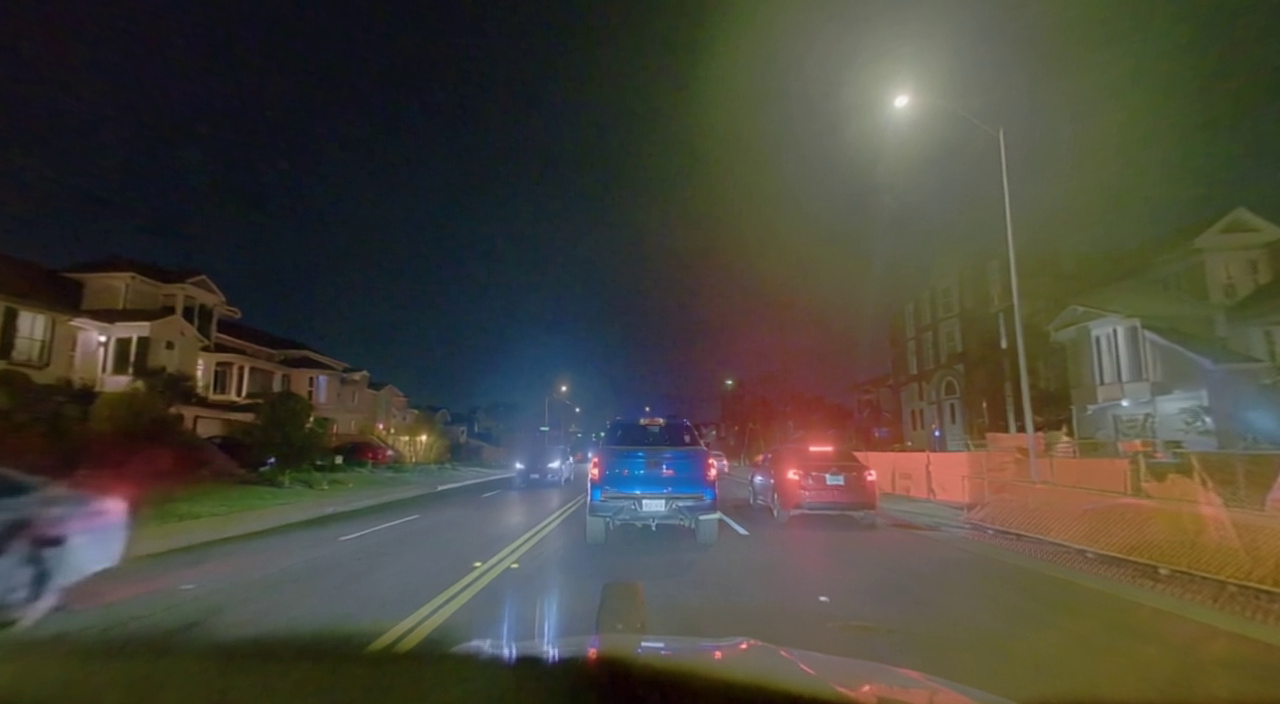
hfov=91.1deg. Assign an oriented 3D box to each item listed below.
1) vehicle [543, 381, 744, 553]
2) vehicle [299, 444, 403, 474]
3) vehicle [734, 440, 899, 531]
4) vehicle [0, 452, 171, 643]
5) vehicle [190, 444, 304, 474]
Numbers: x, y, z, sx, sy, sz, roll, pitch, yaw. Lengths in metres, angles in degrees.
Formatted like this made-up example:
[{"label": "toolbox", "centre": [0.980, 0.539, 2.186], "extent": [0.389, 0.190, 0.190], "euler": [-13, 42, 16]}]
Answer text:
[{"label": "vehicle", "centre": [0.085, 2.059, 11.917], "extent": [2.751, 2.361, 6.347], "euler": [0, -9, 1]}, {"label": "vehicle", "centre": [-15.105, 5.603, 32.960], "extent": [4.490, 1.500, 1.875], "euler": [0, -9, -2]}, {"label": "vehicle", "centre": [3.311, 2.587, 12.860], "extent": [2.010, 1.499, 4.481], "euler": [0, -9, -1]}, {"label": "vehicle", "centre": [-6.196, 1.531, 4.632], "extent": [1.953, 1.528, 4.492], "euler": [0, -9, 0]}, {"label": "vehicle", "centre": [-20.386, 5.553, 32.665], "extent": [4.706, 1.468, 1.817], "euler": [-1, -9, 3]}]
